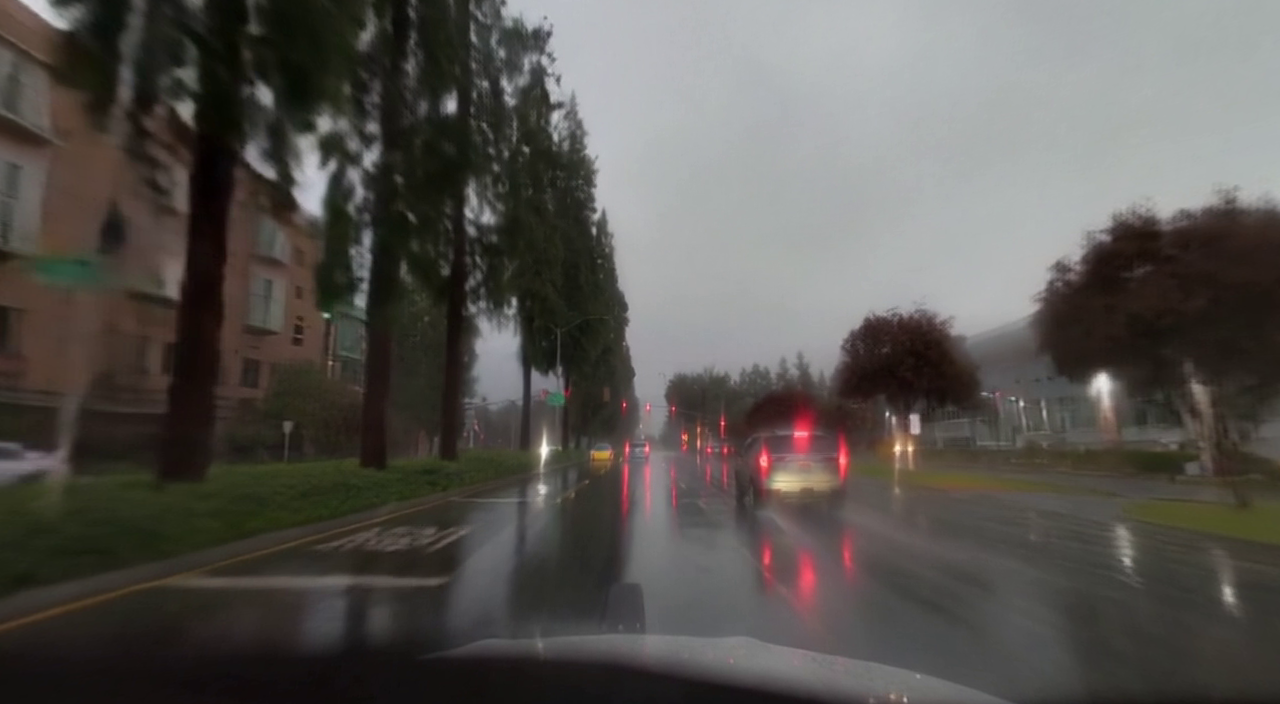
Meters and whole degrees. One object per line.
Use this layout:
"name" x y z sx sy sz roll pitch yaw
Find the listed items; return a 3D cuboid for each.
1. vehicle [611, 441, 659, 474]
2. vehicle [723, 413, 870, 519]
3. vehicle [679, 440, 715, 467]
"vehicle" -0.220 5.046 30.312 2.119 1.460 3.847 0 -8 0
"vehicle" 3.172 2.428 13.854 2.035 1.940 4.299 0 -8 -1
"vehicle" 3.708 6.708 41.947 1.922 1.708 4.126 0 -8 -1
